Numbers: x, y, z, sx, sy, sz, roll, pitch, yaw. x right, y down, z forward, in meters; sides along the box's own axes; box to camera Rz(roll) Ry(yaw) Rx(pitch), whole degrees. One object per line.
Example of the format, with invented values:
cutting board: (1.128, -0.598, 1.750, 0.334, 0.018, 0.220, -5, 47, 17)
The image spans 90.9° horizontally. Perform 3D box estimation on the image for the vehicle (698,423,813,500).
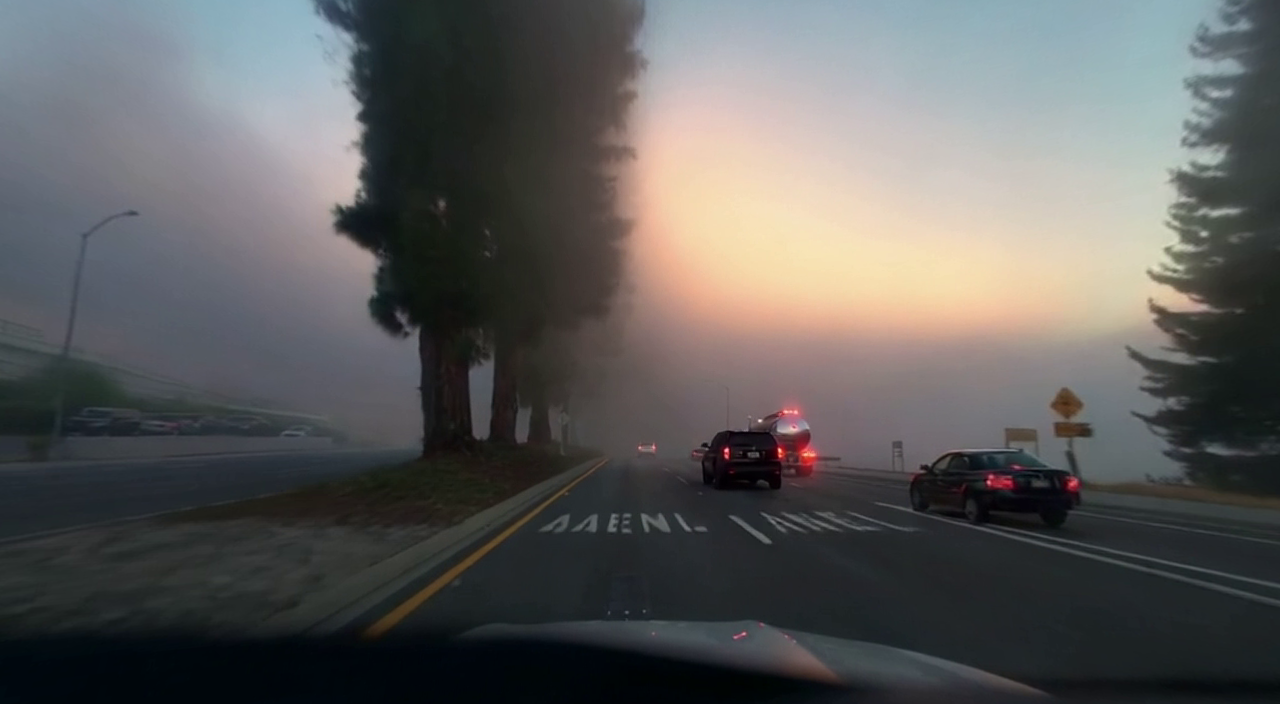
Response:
vehicle: (2.825, 2.817, 16.574, 2.045, 1.729, 4.532, 0, -8, -1)

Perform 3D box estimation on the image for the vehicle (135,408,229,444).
vehicle: (-29.083, 4.690, 40.041, 4.573, 1.751, 2.109, 4, -6, 12)

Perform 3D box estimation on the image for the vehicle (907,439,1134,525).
vehicle: (7.656, 2.617, 13.326, 1.966, 1.476, 4.270, 0, -8, -3)
